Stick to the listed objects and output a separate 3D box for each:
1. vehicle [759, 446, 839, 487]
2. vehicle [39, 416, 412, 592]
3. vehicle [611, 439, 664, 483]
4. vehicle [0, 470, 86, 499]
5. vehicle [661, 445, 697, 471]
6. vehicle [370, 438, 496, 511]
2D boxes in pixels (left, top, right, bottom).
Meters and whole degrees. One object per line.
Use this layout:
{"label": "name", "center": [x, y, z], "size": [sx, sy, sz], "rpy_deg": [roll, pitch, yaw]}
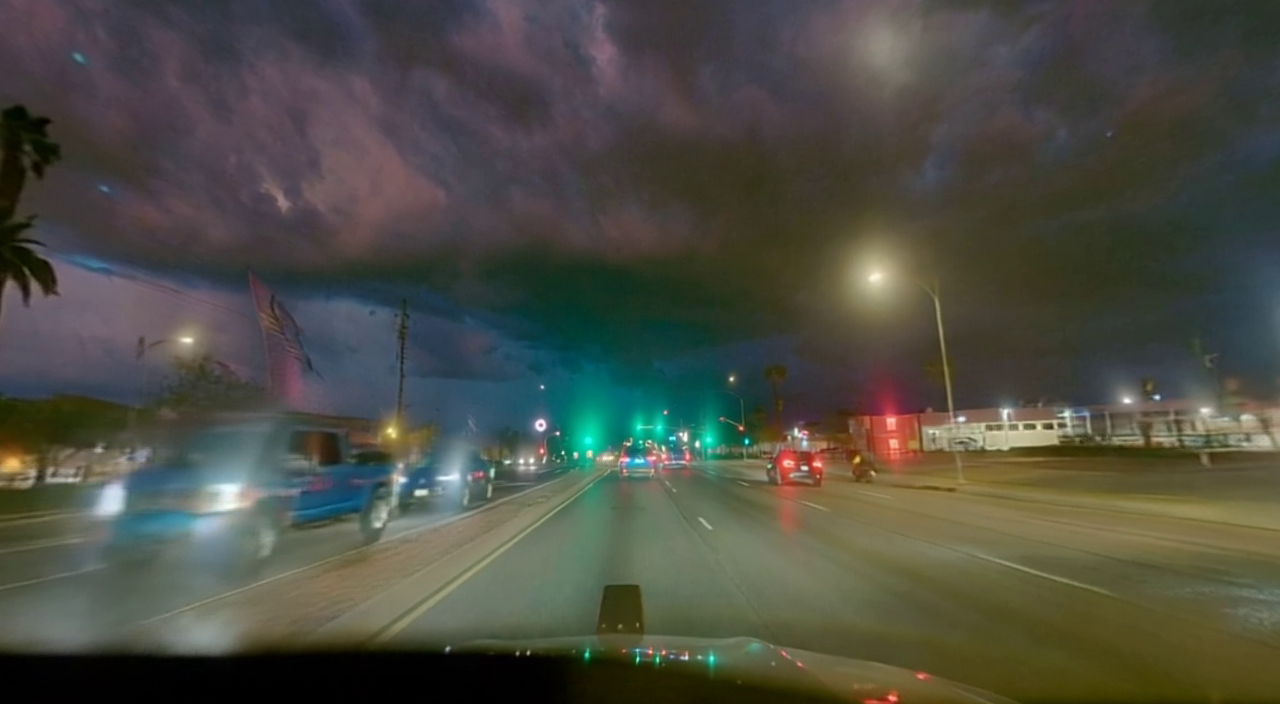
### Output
{"label": "vehicle", "center": [6.181, 4.486, 25.139], "size": [1.944, 1.447, 4.309], "rpy_deg": [0, -9, -2]}
{"label": "vehicle", "center": [-5.089, 1.901, 8.812], "size": [2.160, 1.769, 4.494], "rpy_deg": [0, -9, -1]}
{"label": "vehicle", "center": [-0.143, 4.746, 27.785], "size": [2.151, 1.787, 4.109], "rpy_deg": [0, -9, -1]}
{"label": "vehicle", "center": [-33.786, 7.350, 35.158], "size": [4.034, 1.452, 1.933], "rpy_deg": [-1, -9, 2]}
{"label": "vehicle", "center": [2.600, 7.233, 43.324], "size": [2.112, 1.710, 4.234], "rpy_deg": [0, -9, -2]}
{"label": "vehicle", "center": [-5.405, 3.231, 17.196], "size": [2.016, 1.711, 4.387], "rpy_deg": [0, -9, -1]}
